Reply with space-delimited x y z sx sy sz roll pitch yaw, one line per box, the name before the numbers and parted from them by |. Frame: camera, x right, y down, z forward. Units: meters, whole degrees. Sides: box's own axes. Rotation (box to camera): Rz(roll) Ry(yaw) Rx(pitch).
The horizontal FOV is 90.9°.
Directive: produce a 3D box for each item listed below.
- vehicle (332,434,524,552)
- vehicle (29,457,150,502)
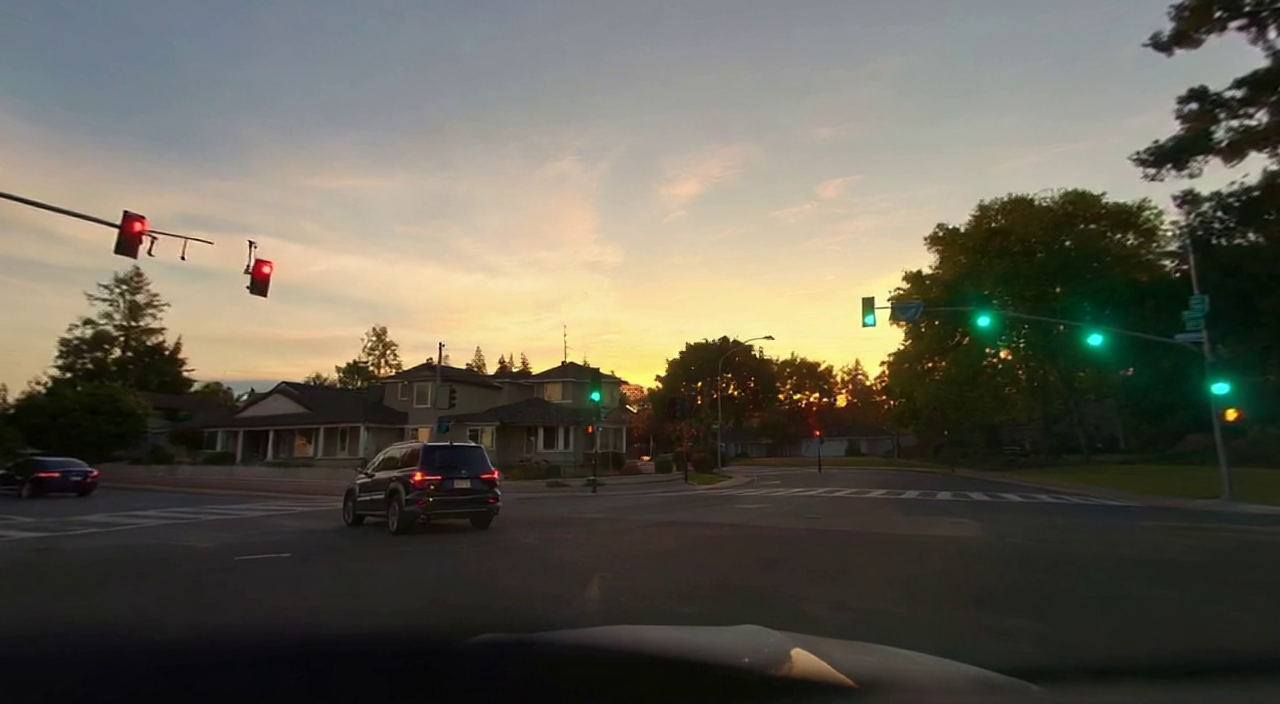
vehicle | -4.366 2.595 12.499 2.141 1.833 4.704 6 -11 -37
vehicle | -20.516 4.669 23.456 4.558 1.433 1.983 -5 -10 31
